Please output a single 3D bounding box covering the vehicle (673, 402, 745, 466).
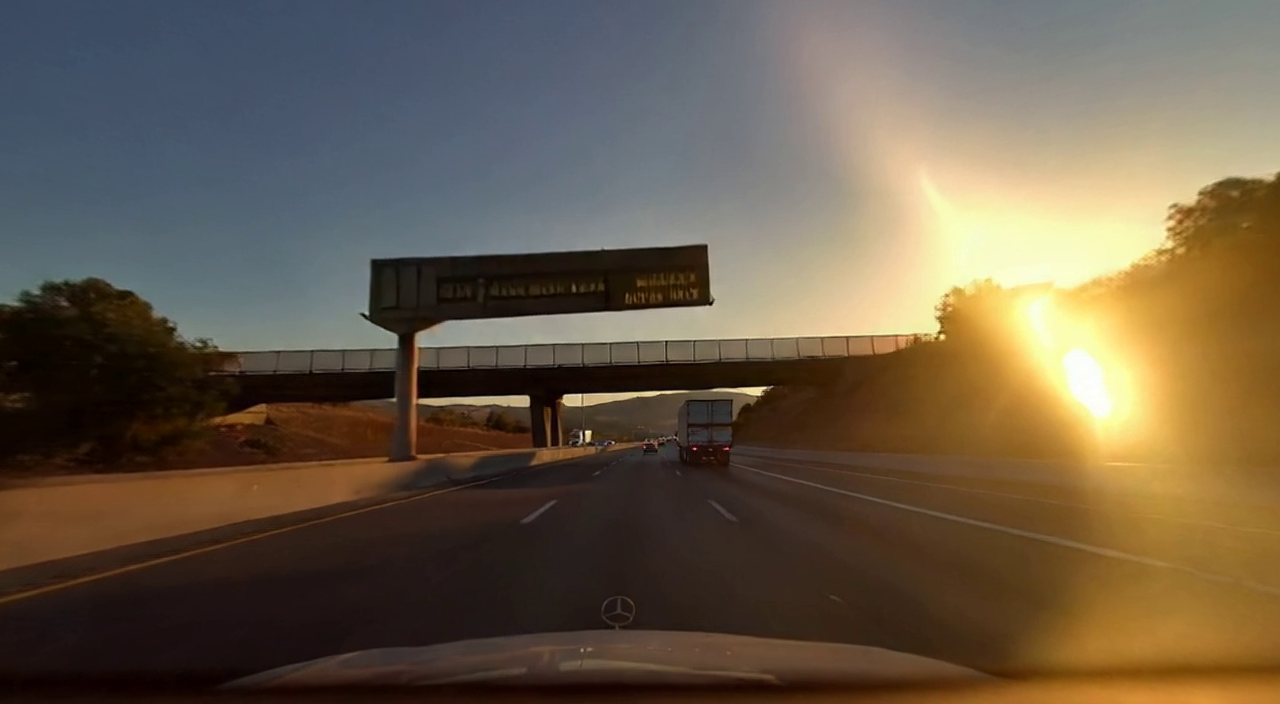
[{"bbox_3d":[4.187,5.430,41.206,3.306,3.531,11.717,0,-8,0],"label":"vehicle"}]
